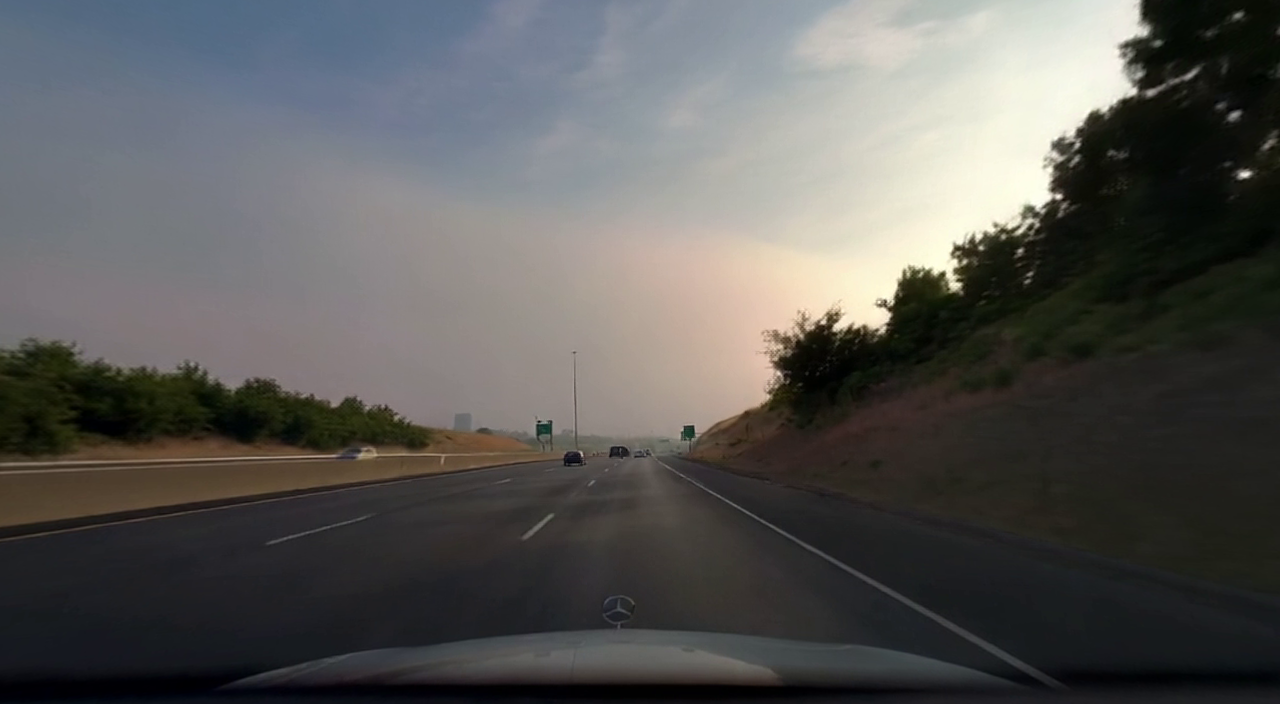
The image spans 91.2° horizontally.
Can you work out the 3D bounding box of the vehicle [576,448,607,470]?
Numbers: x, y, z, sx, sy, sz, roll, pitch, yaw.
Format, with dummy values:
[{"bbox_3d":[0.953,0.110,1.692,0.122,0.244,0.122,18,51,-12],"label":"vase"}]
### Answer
[{"bbox_3d":[-3.331,7.490,43.997,1.895,1.482,3.852,0,-9,0],"label":"vehicle"}]
